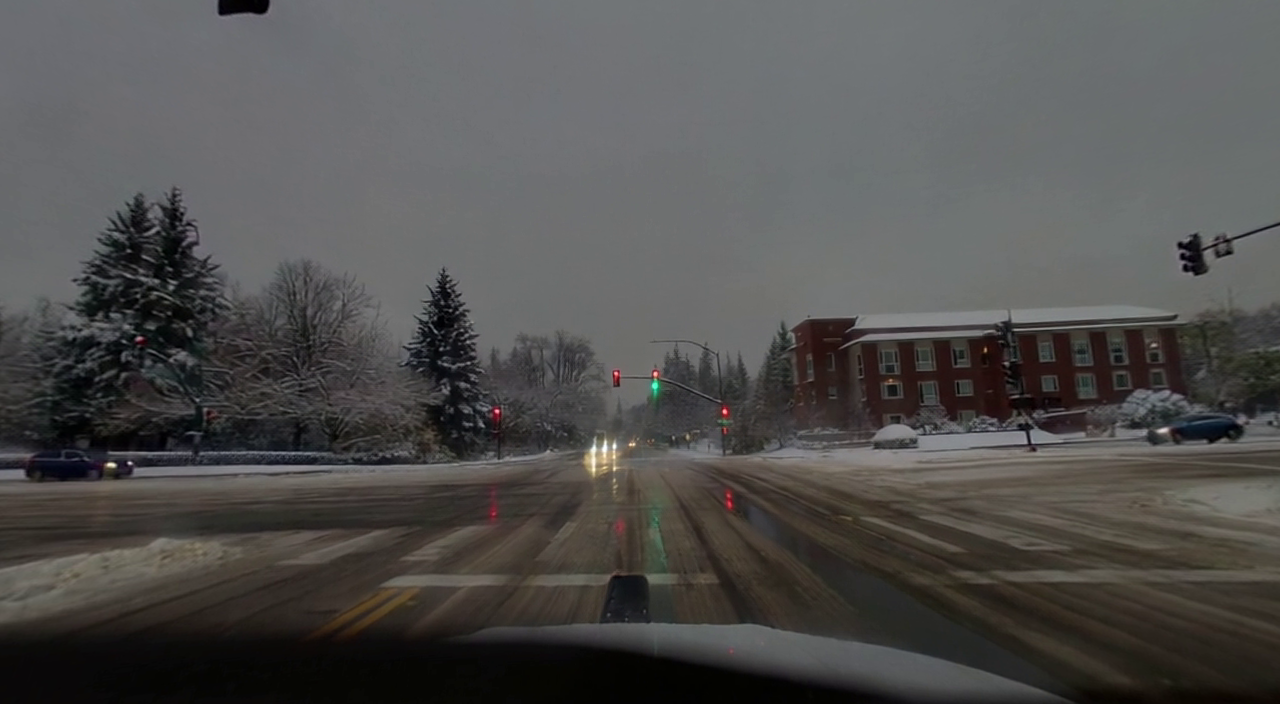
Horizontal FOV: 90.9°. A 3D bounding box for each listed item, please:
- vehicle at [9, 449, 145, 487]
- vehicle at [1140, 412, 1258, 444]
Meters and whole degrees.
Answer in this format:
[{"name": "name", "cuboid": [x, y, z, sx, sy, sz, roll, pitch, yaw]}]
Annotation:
[{"name": "vehicle", "cuboid": [-25.158, 5.163, 28.252, 4.332, 1.573, 1.900, 0, -8, 3]}, {"name": "vehicle", "cuboid": [30.268, 4.158, 34.228, 4.483, 1.691, 1.949, 0, -8, 1]}]
